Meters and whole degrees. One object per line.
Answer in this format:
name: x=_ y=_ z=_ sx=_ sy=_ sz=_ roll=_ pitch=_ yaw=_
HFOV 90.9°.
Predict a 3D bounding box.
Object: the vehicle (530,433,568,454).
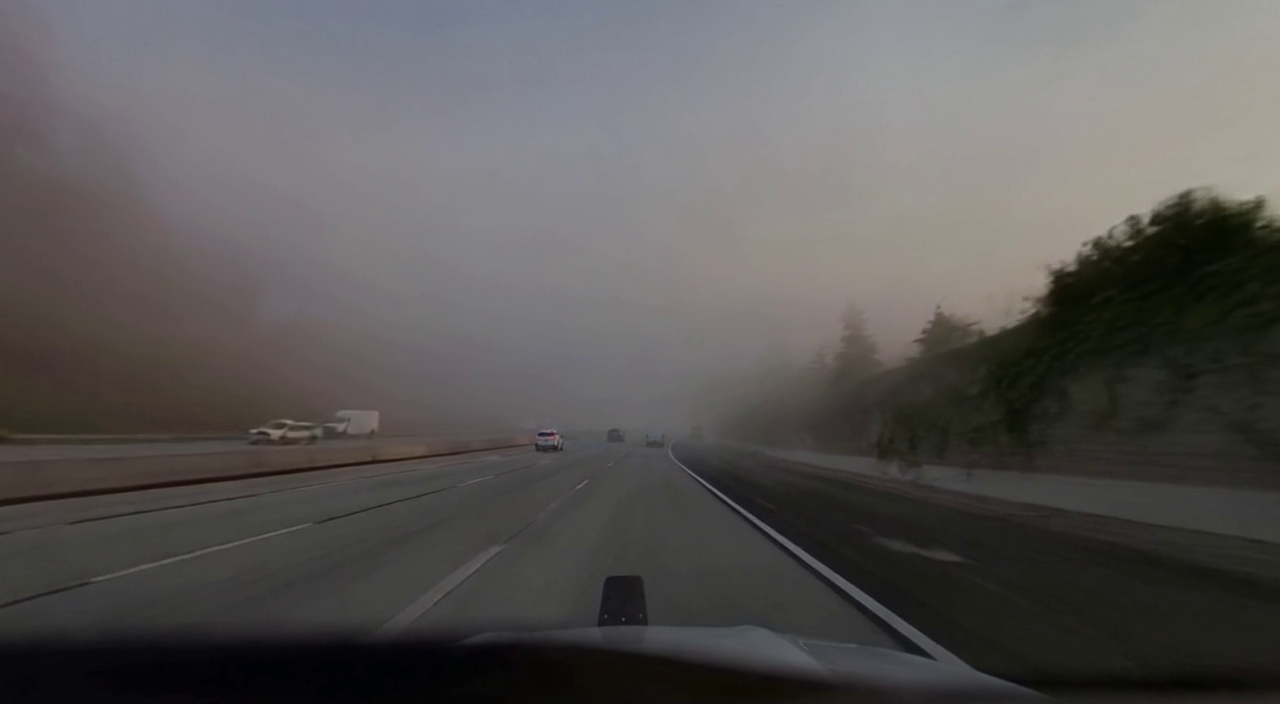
vehicle: x=-6.581 y=6.687 z=46.105 sx=1.966 sy=1.488 sz=4.243 roll=0 pitch=-8 yaw=3
